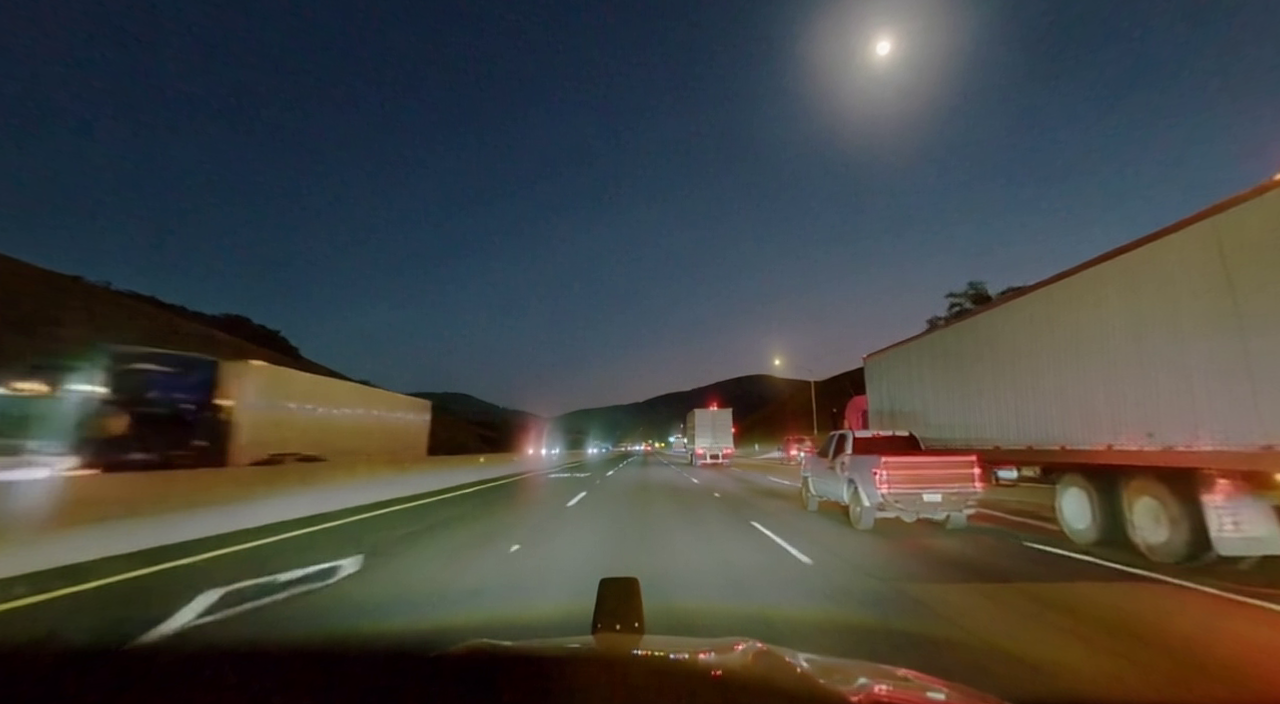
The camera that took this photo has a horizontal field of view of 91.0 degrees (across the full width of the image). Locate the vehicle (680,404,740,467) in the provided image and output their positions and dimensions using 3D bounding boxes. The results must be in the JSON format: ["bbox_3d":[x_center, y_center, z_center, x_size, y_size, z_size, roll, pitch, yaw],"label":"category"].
[{"bbox_3d":[4.736,6.075,45.071,3.049,3.968,10.706,0,-9,0],"label":"vehicle"}]

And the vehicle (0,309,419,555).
[{"bbox_3d":[-9.210,2.010,14.855,3.049,3.230,13.174,0,-9,1],"label":"vehicle"}]

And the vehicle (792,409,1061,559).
[{"bbox_3d":[3.858,1.863,9.520,2.055,1.737,4.224,0,-9,0],"label":"vehicle"}]

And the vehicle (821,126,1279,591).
[{"bbox_3d":[7.411,1.123,12.697,2.947,4.199,16.175,0,-9,1],"label":"vehicle"}]
